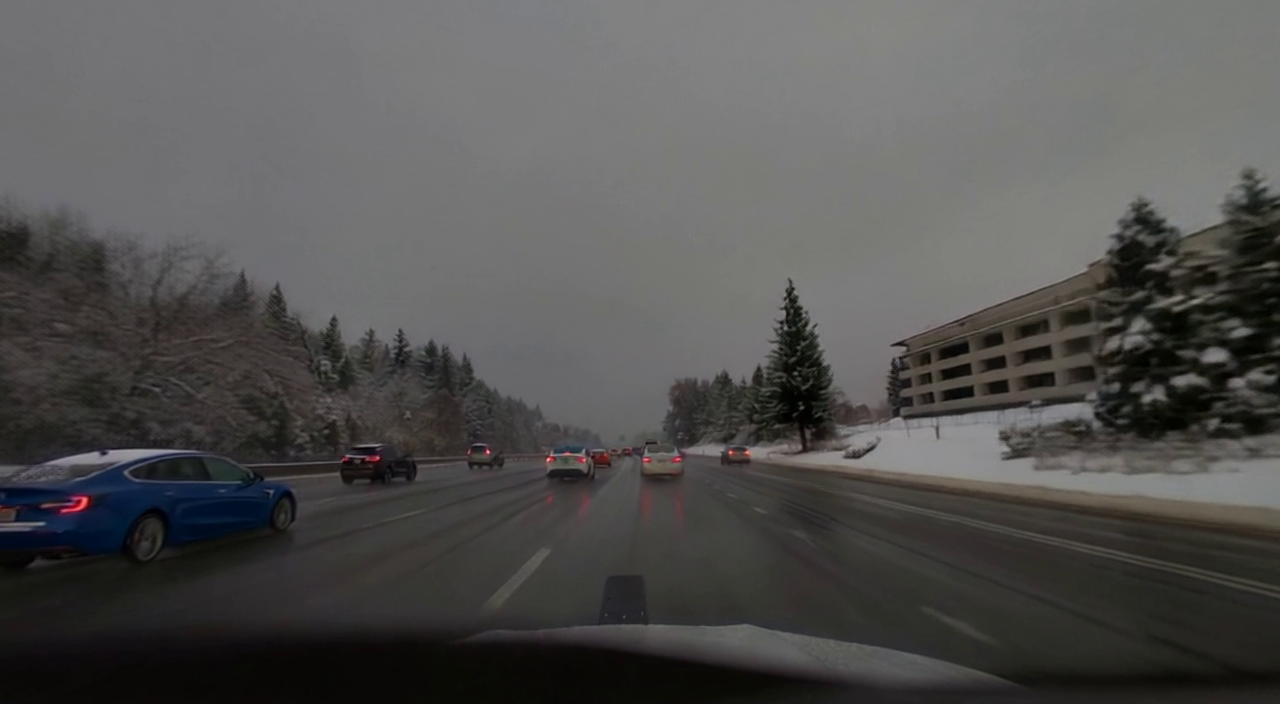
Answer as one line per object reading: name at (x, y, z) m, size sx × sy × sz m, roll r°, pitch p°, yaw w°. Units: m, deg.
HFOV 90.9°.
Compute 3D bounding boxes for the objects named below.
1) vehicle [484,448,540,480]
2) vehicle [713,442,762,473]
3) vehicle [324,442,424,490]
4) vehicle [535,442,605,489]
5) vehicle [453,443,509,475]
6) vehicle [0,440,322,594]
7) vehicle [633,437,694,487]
vehicle at (-6.341, 5.577, 31.660) m, size 1.886 × 1.455 × 4.148 m, roll -1°, pitch -8°, yaw 1°
vehicle at (5.947, 6.501, 39.094) m, size 2.071 × 1.754 × 4.484 m, roll 0°, pitch -8°, yaw -3°
vehicle at (-10.322, 4.425, 24.879) m, size 1.947 × 1.683 × 4.331 m, roll -1°, pitch -8°, yaw 2°
vehicle at (-2.557, 4.280, 24.231) m, size 2.102 × 1.624 × 4.257 m, roll -1°, pitch -8°, yaw 2°
vehicle at (-10.009, 6.771, 40.219) m, size 2.186 × 1.851 × 5.085 m, roll -1°, pitch -8°, yaw 1°
vehicle at (-6.612, 1.955, 8.523) m, size 2.116 × 1.473 × 4.644 m, roll -1°, pitch -8°, yaw 1°
vehicle at (0.838, 4.168, 24.194) m, size 2.114 × 1.715 × 4.136 m, roll 0°, pitch -8°, yaw 0°
